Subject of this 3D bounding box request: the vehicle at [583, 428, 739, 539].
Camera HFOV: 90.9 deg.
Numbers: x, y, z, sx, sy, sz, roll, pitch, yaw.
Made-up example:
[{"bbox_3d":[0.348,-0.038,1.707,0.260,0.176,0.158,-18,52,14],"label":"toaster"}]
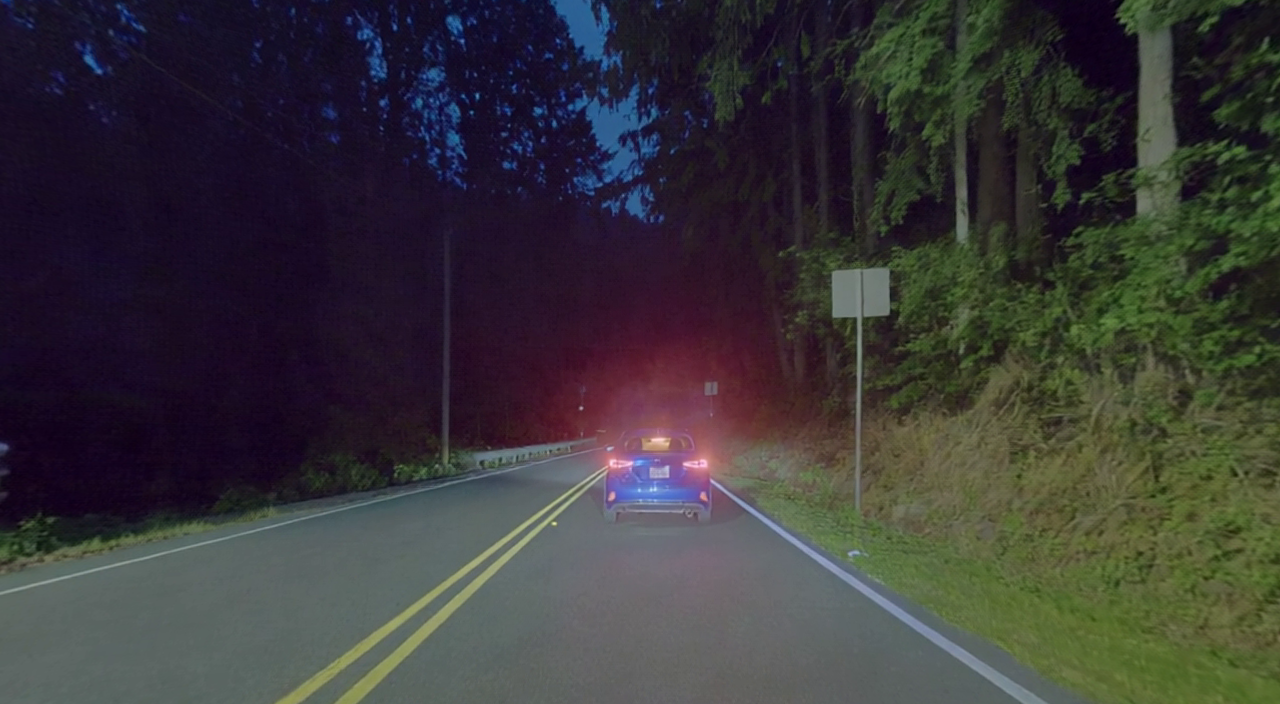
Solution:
[{"bbox_3d":[0.306,2.124,10.766,2.187,1.533,3.726,0,-8,1],"label":"vehicle"}]
